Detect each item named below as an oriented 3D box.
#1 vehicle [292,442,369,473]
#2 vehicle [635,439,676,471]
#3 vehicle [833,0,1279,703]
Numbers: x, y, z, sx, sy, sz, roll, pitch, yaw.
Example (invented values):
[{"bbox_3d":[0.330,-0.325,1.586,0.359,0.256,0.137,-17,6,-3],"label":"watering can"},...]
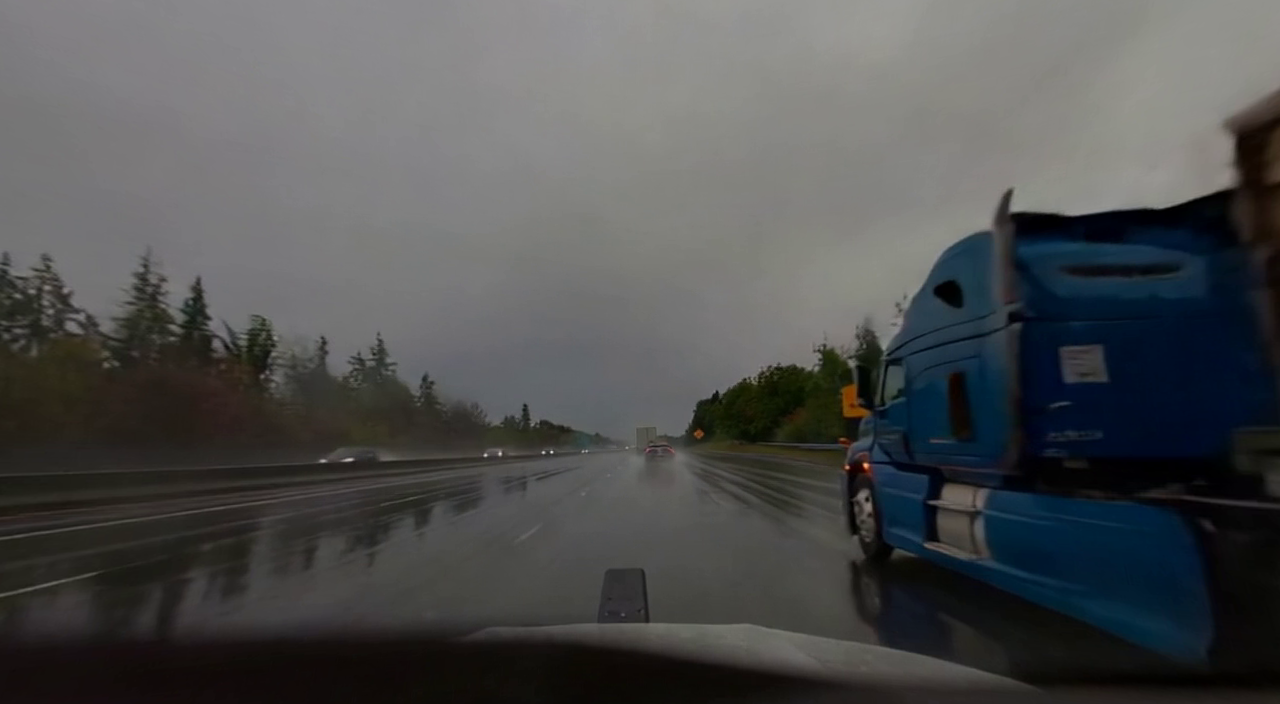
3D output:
[{"bbox_3d":[-17.030,5.795,34.977,1.888,1.562,4.490,0,-8,1],"label":"vehicle"},{"bbox_3d":[0.761,5.411,33.373,2.042,1.528,4.300,0,-8,0],"label":"vehicle"},{"bbox_3d":[4.069,-0.074,3.848,3.071,3.888,8.330,0,-8,0],"label":"vehicle"}]
